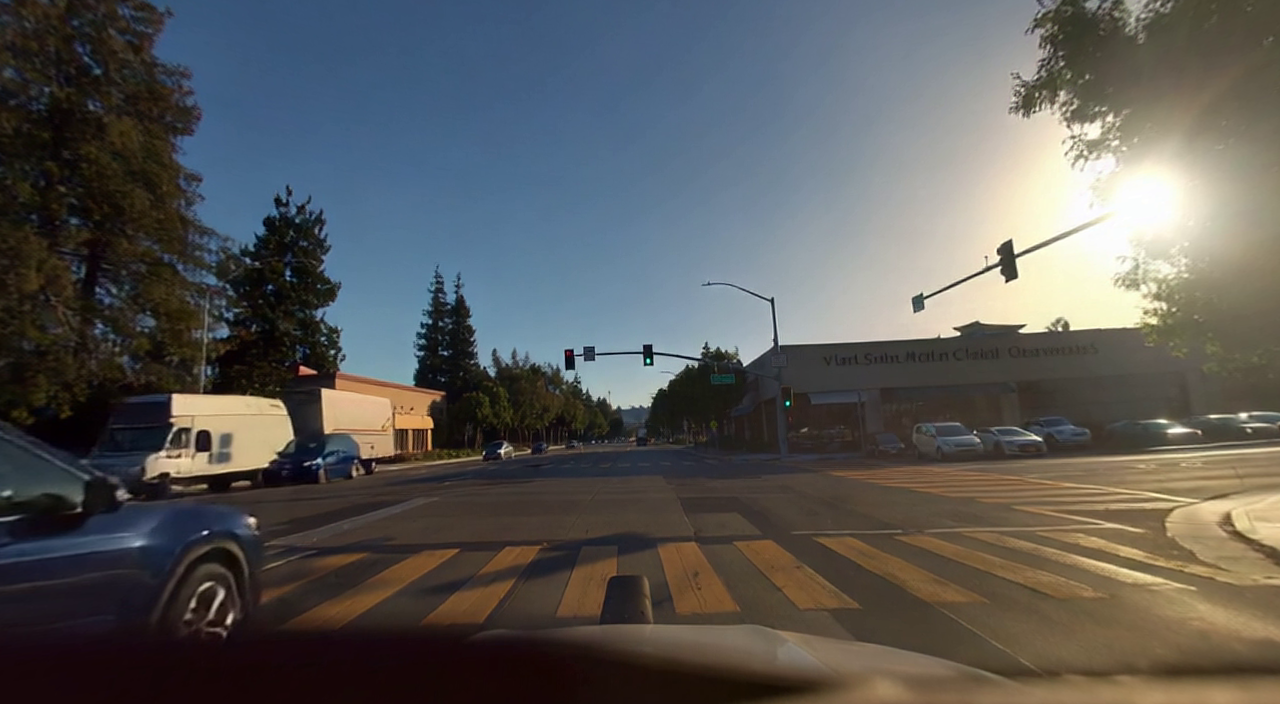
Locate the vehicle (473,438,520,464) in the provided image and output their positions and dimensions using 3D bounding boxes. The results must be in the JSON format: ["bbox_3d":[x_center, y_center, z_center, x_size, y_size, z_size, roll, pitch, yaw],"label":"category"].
[{"bbox_3d":[-9.271,6.424,41.098,2.026,1.616,4.199,0,-8,1],"label":"vehicle"}]

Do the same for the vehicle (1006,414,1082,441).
[{"bbox_3d":[26.305,4.974,41.240,2.011,1.656,4.163,0,-8,-3],"label":"vehicle"}]

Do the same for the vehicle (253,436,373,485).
[{"bbox_3d":[-12.189,4.057,23.927,2.181,1.653,4.468,0,-8,0],"label":"vehicle"}]

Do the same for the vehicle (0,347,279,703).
[{"bbox_3d":[-3.367,0.740,1.845,1.934,1.649,4.490,0,-8,0],"label":"vehicle"}]

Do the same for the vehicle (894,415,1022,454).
[{"bbox_3d":[13.988,3.660,27.911,4.566,1.670,2.000,0,-8,-2],"label":"vehicle"}]

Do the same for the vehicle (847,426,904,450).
[{"bbox_3d":[17.190,6.322,46.155,3.329,1.415,1.821,-6,-9,2],"label":"vehicle"}]

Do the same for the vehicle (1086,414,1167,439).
[{"bbox_3d":[31.360,4.828,40.754,1.823,1.480,4.003,0,-8,-4],"label":"vehicle"}]

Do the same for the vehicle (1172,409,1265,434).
[{"bbox_3d":[38.419,4.678,42.034,1.715,1.480,4.701,0,-8,-1],"label":"vehicle"}]
